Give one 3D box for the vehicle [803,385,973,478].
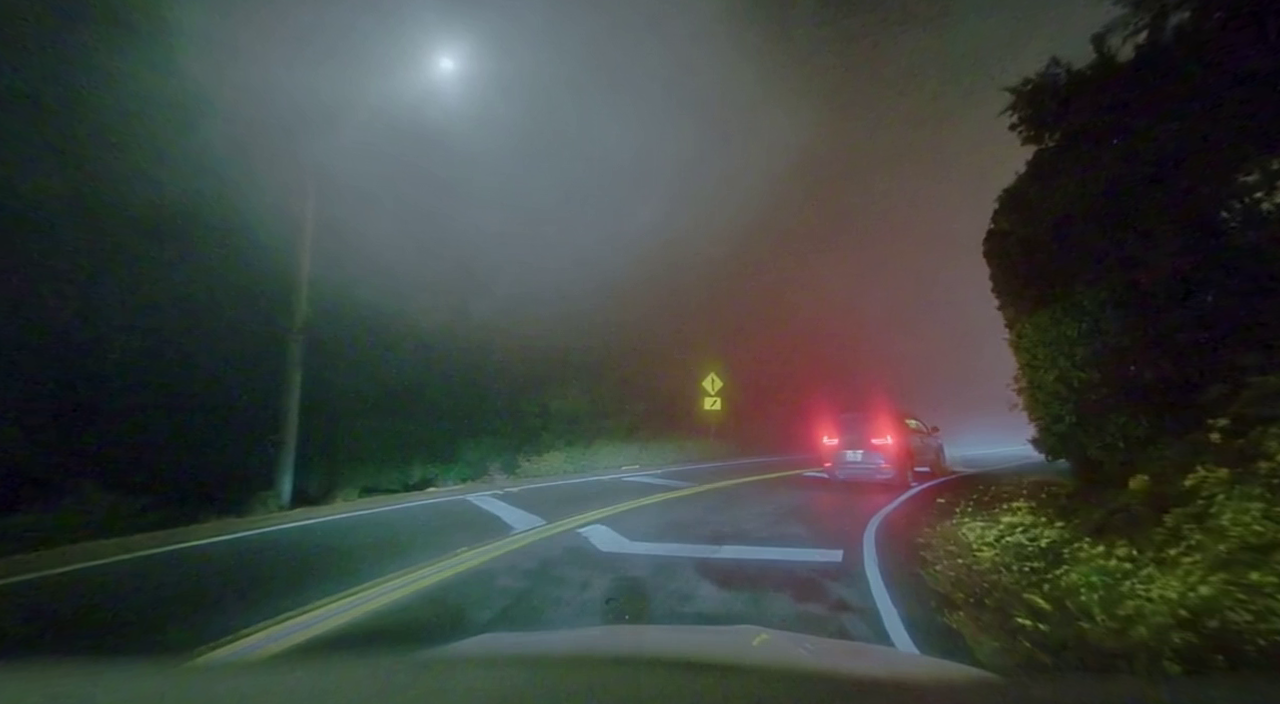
[{"bbox_3d":[6.633,2.121,16.407,2.500,1.961,5.637,-7,-11,38],"label":"vehicle"}]
